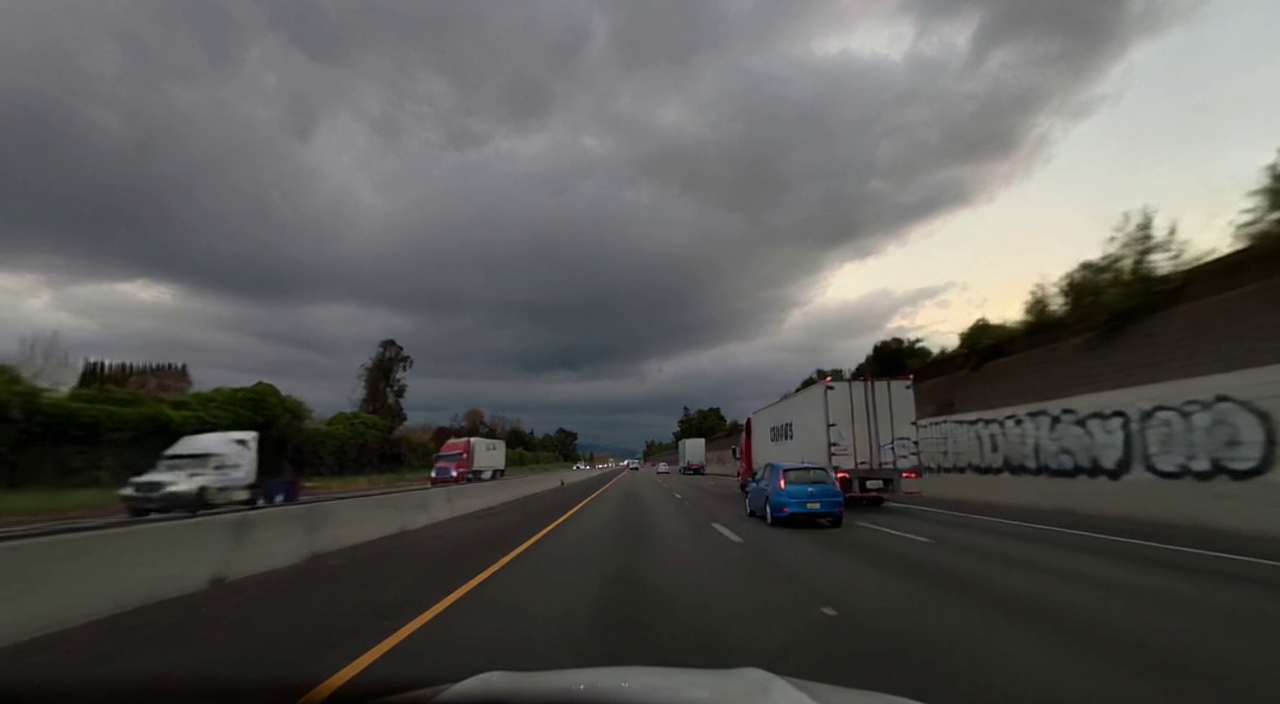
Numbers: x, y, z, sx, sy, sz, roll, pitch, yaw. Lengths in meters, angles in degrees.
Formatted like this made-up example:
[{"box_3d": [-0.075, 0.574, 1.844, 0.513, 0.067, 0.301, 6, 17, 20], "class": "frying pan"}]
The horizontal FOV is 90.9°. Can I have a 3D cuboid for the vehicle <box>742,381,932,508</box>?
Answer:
[{"box_3d": [7.627, 4.458, 28.587, 3.298, 4.017, 16.824, 1, -10, 0], "class": "vehicle"}]

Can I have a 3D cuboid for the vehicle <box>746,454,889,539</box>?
[{"box_3d": [3.676, 3.089, 13.802, 2.011, 1.574, 3.512, 0, -11, -1], "class": "vehicle"}]

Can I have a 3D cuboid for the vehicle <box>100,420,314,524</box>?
[{"box_3d": [-16.250, 4.621, 24.576, 2.940, 3.381, 7.262, 0, -10, 1], "class": "vehicle"}]
